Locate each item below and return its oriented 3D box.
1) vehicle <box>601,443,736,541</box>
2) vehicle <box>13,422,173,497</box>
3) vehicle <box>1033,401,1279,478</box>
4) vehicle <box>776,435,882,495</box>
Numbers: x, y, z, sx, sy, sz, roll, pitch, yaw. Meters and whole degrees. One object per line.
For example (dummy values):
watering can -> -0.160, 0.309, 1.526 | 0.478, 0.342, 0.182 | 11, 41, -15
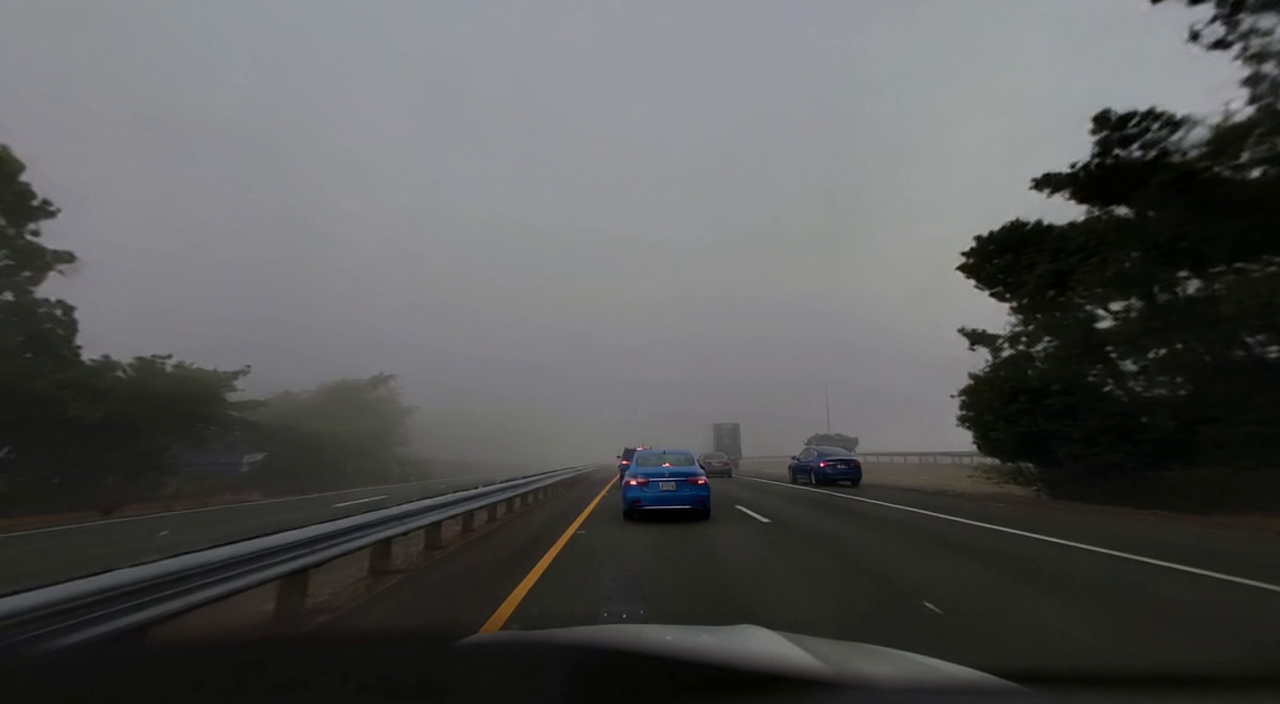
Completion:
vehicle -> 0.418, 2.469, 11.712 | 2.076, 1.485, 3.774 | 0, -9, -1
vehicle -> -33.496, 6.593, 39.192 | 2.902, 3.981, 7.819 | -3, -8, 0
vehicle -> 31.570, 5.652, 39.998 | 2.822, 3.996, 14.073 | 1, -9, -7
vehicle -> 6.361, 3.879, 21.851 | 2.177, 1.827, 4.565 | 0, -9, -1
